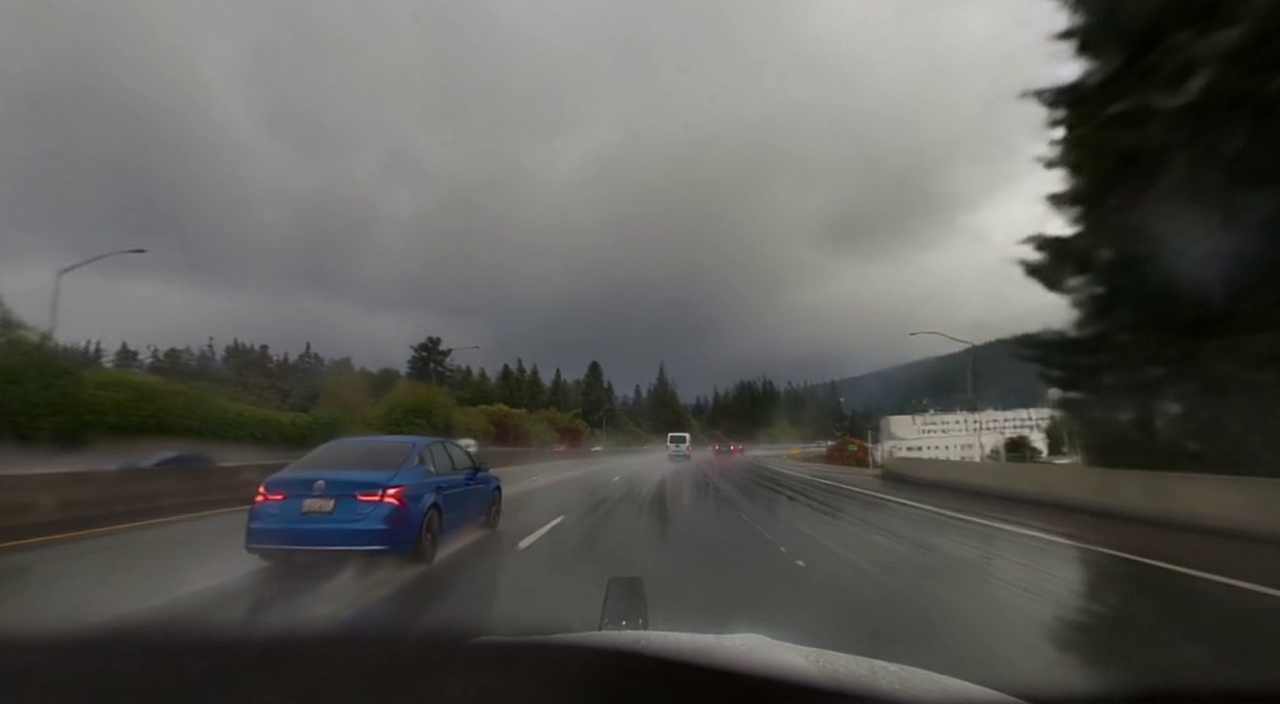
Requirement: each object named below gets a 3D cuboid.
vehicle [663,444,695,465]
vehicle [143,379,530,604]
[{"bbox_3d":[2.739,7.256,44.773,2.158,1.458,3.656,0,-9,3],"label":"vehicle"},{"bbox_3d":[-2.913,1.498,7.656,2.185,1.823,4.854,0,-9,1],"label":"vehicle"}]
